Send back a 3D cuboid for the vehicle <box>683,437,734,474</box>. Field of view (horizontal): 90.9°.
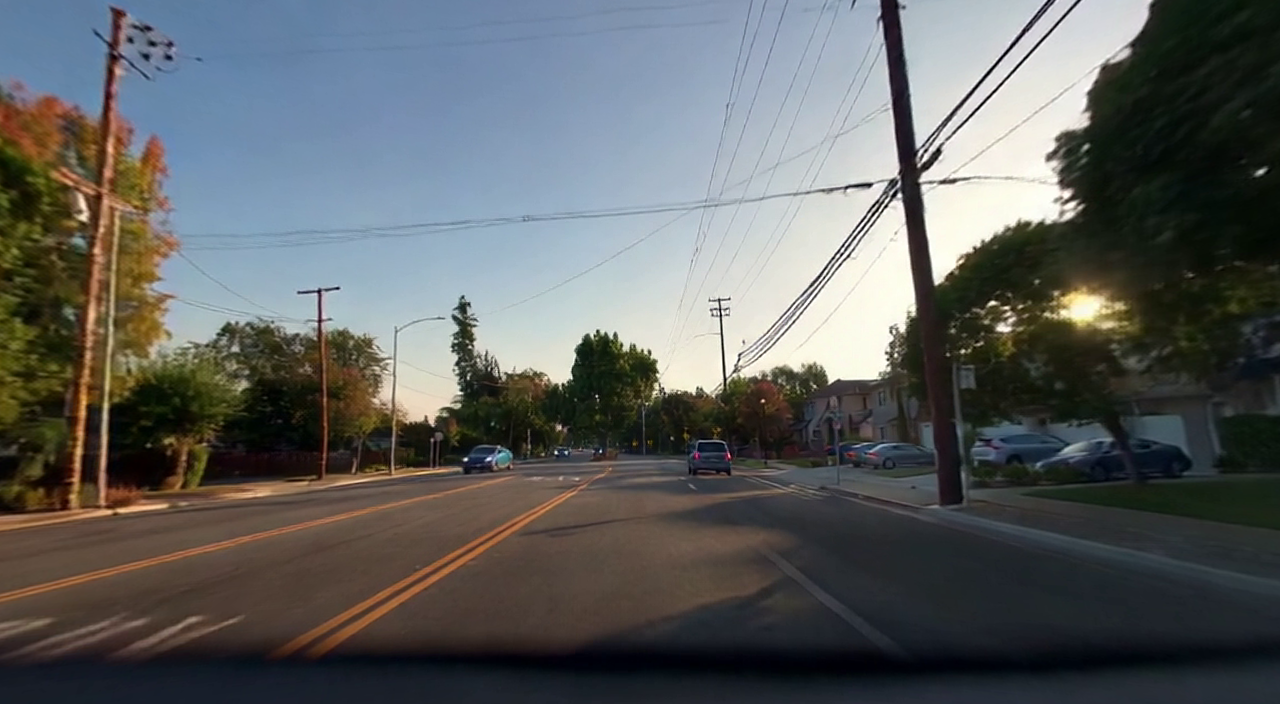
[{"bbox_3d":[3.670,5.675,34.757,2.144,1.843,4.827,0,-9,-2],"label":"vehicle"}]

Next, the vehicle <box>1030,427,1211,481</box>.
[{"bbox_3d":[15.321,3.266,20.295,4.135,1.558,1.929,-2,-8,2],"label":"vehicle"}]

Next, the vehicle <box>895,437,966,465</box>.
[{"bbox_3d":[16.105,5.514,35.221,1.747,1.405,4.372,0,-9,-2],"label":"vehicle"}]

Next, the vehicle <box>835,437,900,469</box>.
[{"bbox_3d":[12.404,5.542,34.683,1.970,1.561,4.725,-1,-9,3],"label":"vehicle"}]

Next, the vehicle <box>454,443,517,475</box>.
[{"bbox_3d":[-8.463,5.895,34.978,2.179,1.613,4.516,-1,-9,3],"label":"vehicle"}]
